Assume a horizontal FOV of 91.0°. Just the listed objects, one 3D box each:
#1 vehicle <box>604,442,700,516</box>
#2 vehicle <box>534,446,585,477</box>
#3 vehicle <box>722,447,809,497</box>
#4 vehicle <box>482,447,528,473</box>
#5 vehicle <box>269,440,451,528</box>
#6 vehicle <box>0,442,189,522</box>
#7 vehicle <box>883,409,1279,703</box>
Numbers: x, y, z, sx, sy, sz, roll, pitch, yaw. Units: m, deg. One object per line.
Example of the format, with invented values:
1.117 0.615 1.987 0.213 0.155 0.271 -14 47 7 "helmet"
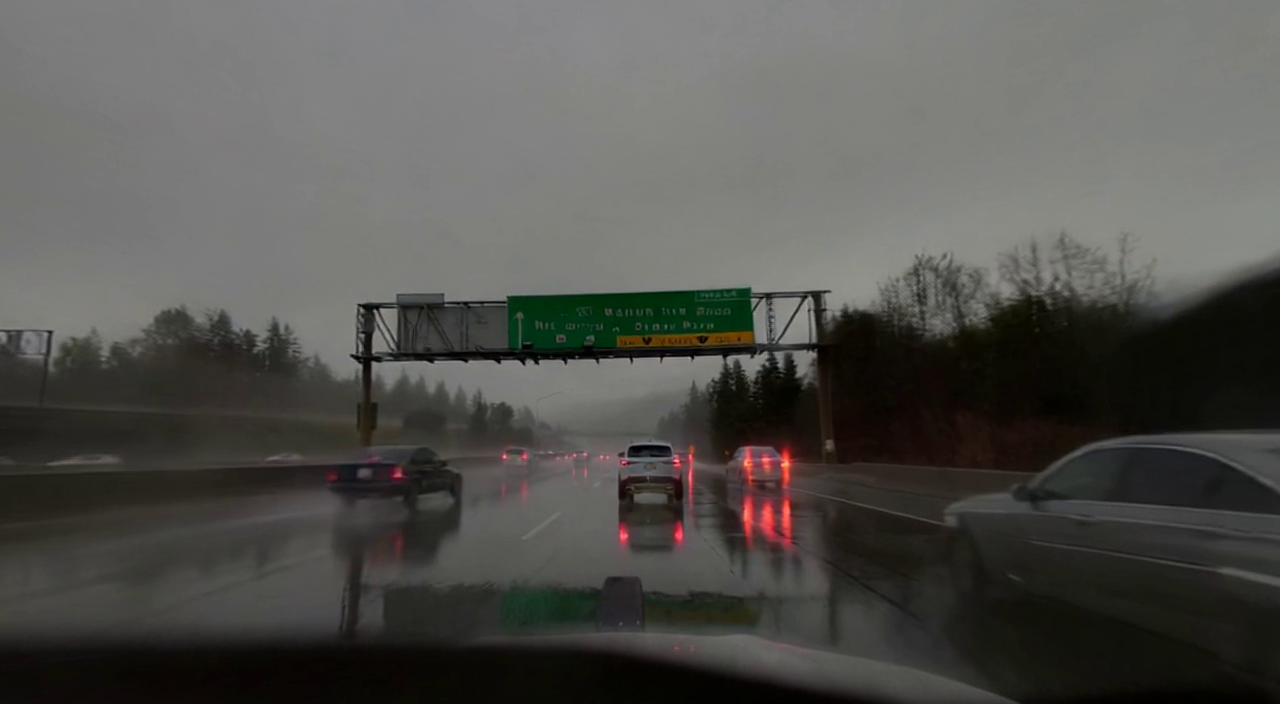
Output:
0.255 3.004 15.372 2.044 1.554 3.824 0 -9 0 "vehicle"
-4.792 6.599 38.244 2.182 1.743 5.144 -1 -9 3 "vehicle"
4.210 4.086 21.914 2.002 1.499 4.710 0 -9 -1 "vehicle"
-9.924 7.977 46.780 2.213 1.824 4.990 0 -9 1 "vehicle"
-5.782 2.750 13.707 2.014 1.587 4.265 0 -9 -1 "vehicle"
-13.965 3.113 15.664 2.094 1.662 4.486 0 -9 1 "vehicle"
3.573 1.294 4.549 2.044 1.523 3.947 0 -9 0 "vehicle"
